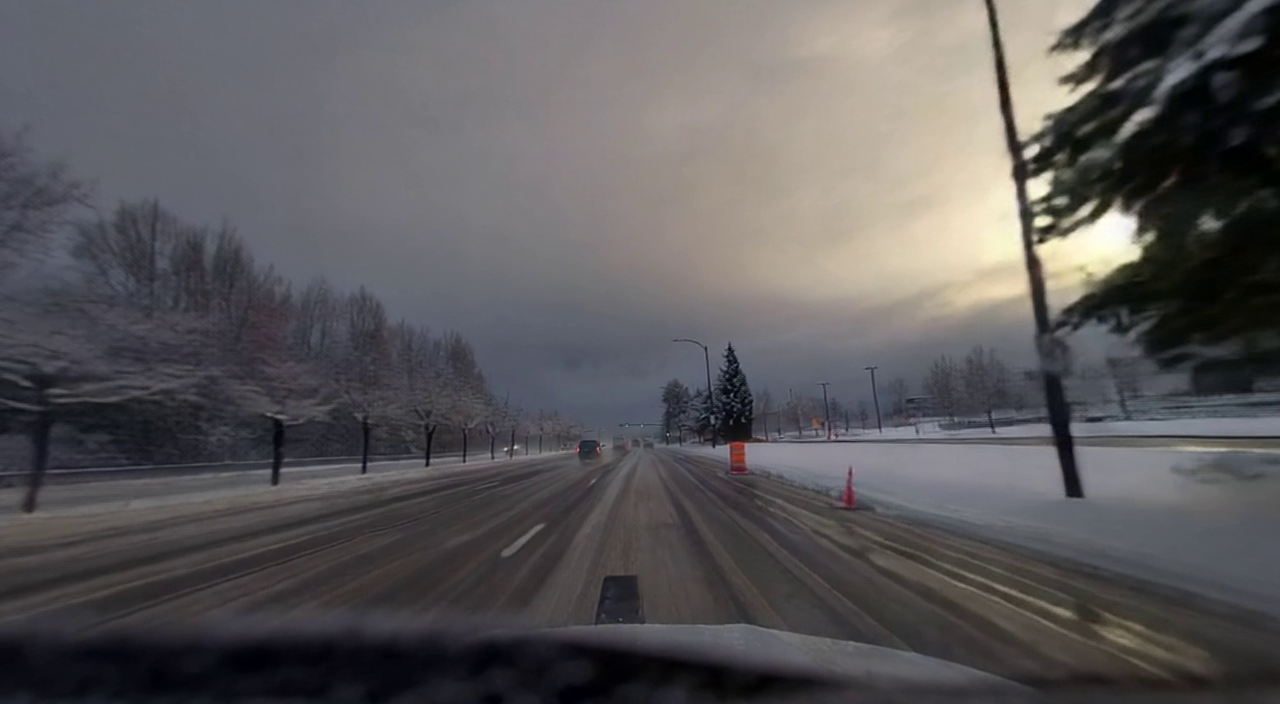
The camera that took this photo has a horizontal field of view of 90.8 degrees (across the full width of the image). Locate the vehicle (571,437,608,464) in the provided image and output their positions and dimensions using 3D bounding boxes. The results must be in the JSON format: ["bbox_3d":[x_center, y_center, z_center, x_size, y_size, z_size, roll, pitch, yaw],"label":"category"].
[{"bbox_3d":[-3.345,6.641,42.687,2.121,1.654,3.993,0,-8,0],"label":"vehicle"}]
